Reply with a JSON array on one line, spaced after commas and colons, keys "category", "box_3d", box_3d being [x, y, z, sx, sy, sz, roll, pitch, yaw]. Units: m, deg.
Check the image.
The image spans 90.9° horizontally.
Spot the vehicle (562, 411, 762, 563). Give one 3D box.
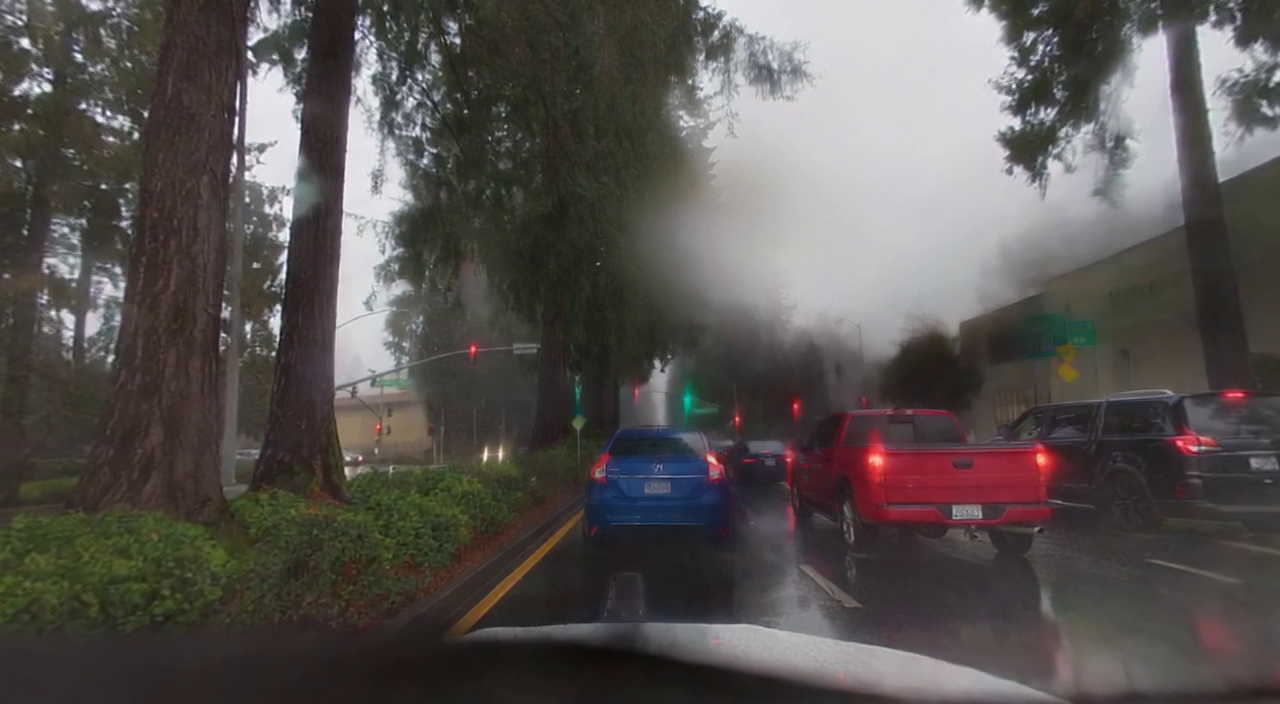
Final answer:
[{"category": "vehicle", "box_3d": [0.250, 1.776, 8.977, 2.168, 1.641, 4.039, 0, -8, 0]}]

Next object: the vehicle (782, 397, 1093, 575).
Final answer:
[{"category": "vehicle", "box_3d": [3.391, 1.630, 8.374, 2.099, 1.725, 4.290, 0, -8, 2]}]
